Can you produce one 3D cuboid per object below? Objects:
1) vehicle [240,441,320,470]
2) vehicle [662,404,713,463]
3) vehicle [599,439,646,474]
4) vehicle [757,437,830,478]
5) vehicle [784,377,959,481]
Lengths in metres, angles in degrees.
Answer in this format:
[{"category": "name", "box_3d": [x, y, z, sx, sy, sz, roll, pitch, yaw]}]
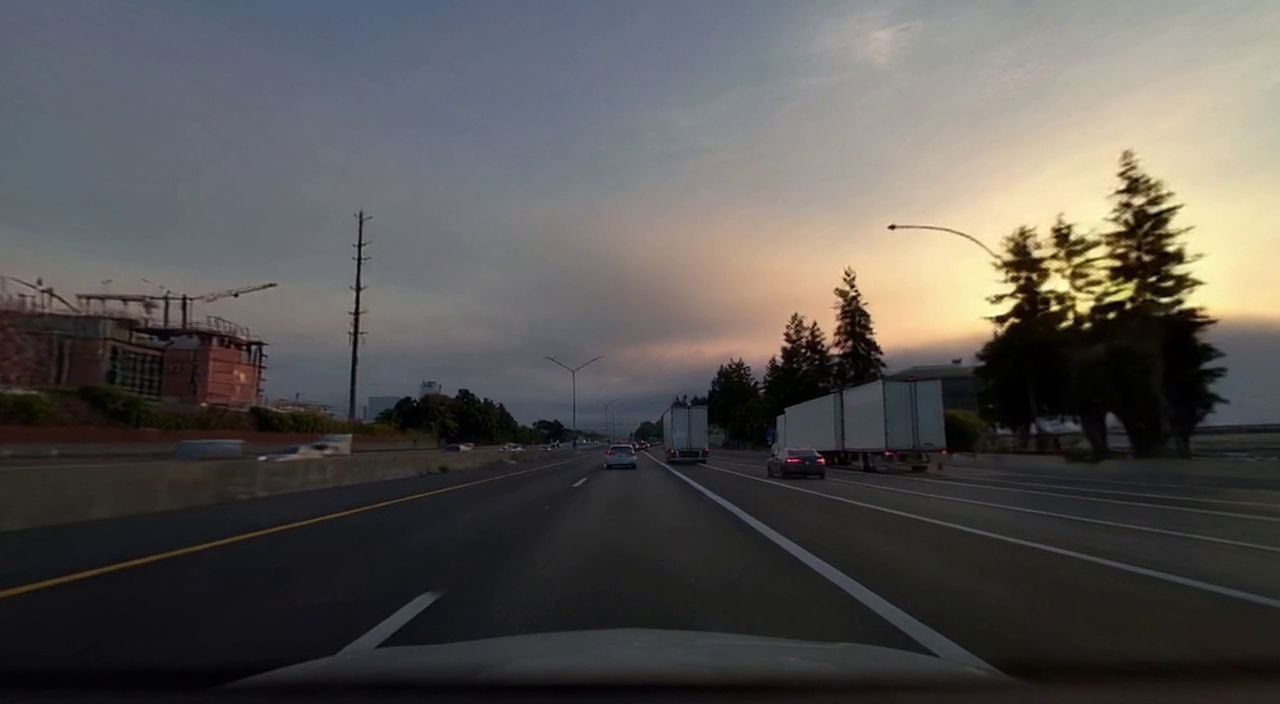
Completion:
[{"category": "vehicle", "box_3d": [-20.316, 5.855, 35.859, 1.925, 1.548, 4.544, 0, -9, -1]}, {"category": "vehicle", "box_3d": [3.488, 6.482, 49.512, 2.999, 4.127, 10.526, 0, -9, -1]}, {"category": "vehicle", "box_3d": [-0.836, 5.111, 31.038, 2.163, 1.551, 4.180, 0, -9, -1]}, {"category": "vehicle", "box_3d": [6.736, 4.698, 28.259, 2.154, 1.658, 4.347, 0, -9, -1]}, {"category": "vehicle", "box_3d": [11.253, 4.373, 34.055, 2.898, 4.171, 17.188, 0, -9, 0]}]
